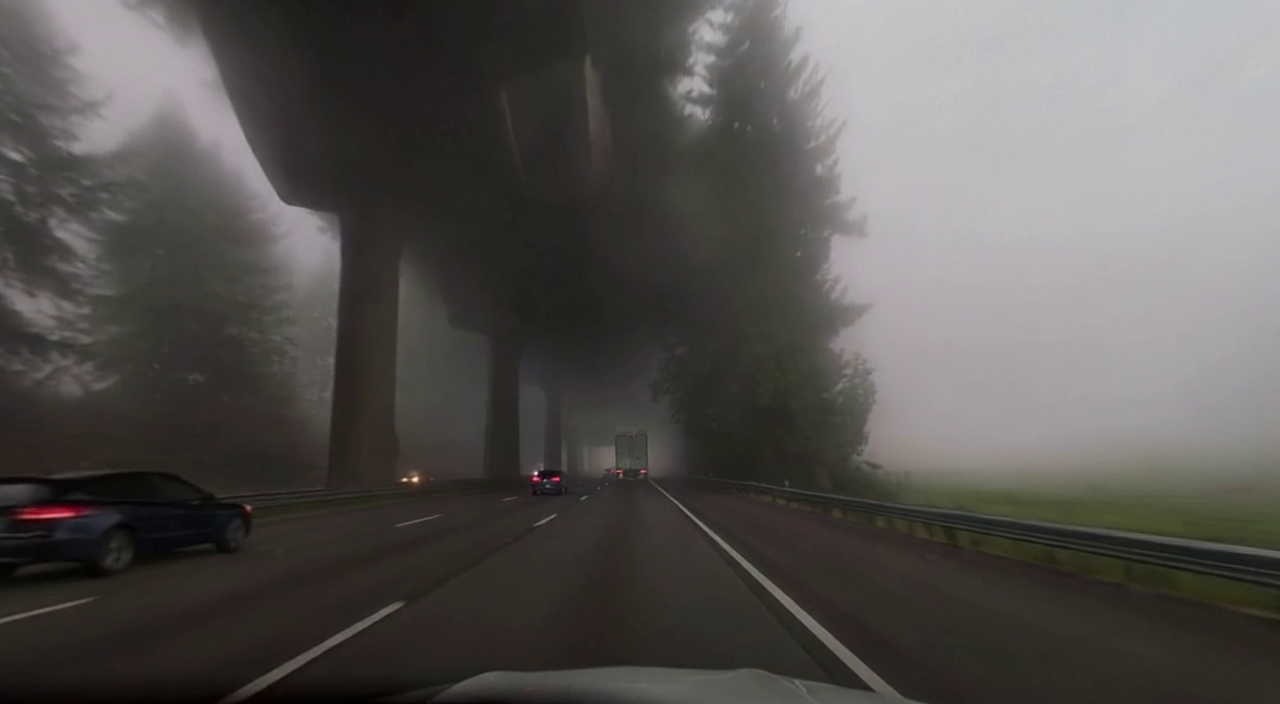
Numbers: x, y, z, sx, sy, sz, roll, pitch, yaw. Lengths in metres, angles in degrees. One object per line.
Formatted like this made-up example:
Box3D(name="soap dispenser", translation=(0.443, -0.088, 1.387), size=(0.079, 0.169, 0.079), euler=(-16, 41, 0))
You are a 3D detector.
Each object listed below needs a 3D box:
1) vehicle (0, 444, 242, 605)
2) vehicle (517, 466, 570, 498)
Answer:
Box3D(name="vehicle", translation=(-7.504, 2.086, 8.220), size=(1.899, 1.615, 4.097), euler=(1, -10, 0))
Box3D(name="vehicle", translation=(-4.863, 6.616, 32.371), size=(1.950, 1.460, 4.812), euler=(0, -10, 0))
